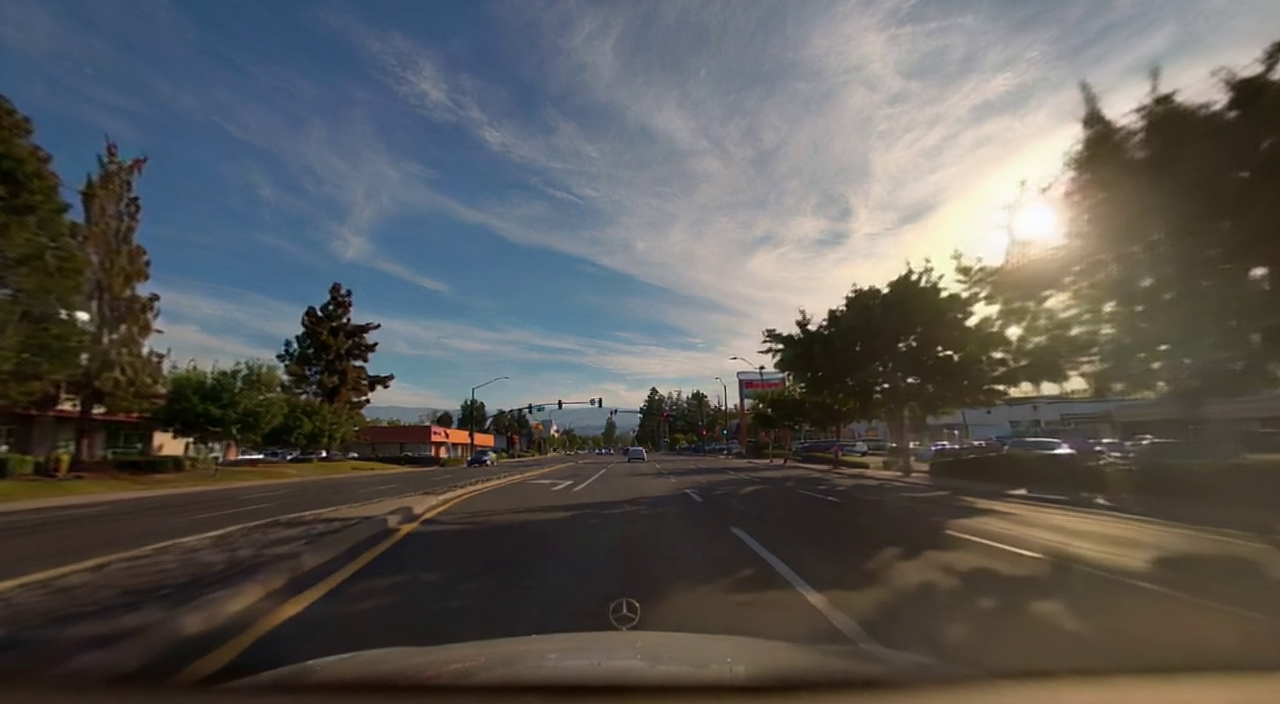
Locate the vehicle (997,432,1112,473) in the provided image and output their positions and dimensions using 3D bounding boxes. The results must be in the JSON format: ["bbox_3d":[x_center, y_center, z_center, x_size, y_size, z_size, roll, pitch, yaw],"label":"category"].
[{"bbox_3d":[20.333,4.924,30.976,5.072,1.887,2.189,4,-10,-24],"label":"vehicle"}]

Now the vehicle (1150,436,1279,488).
[{"bbox_3d":[19.539,3.658,21.244,4.238,1.561,1.922,4,-10,-26],"label":"vehicle"}]
